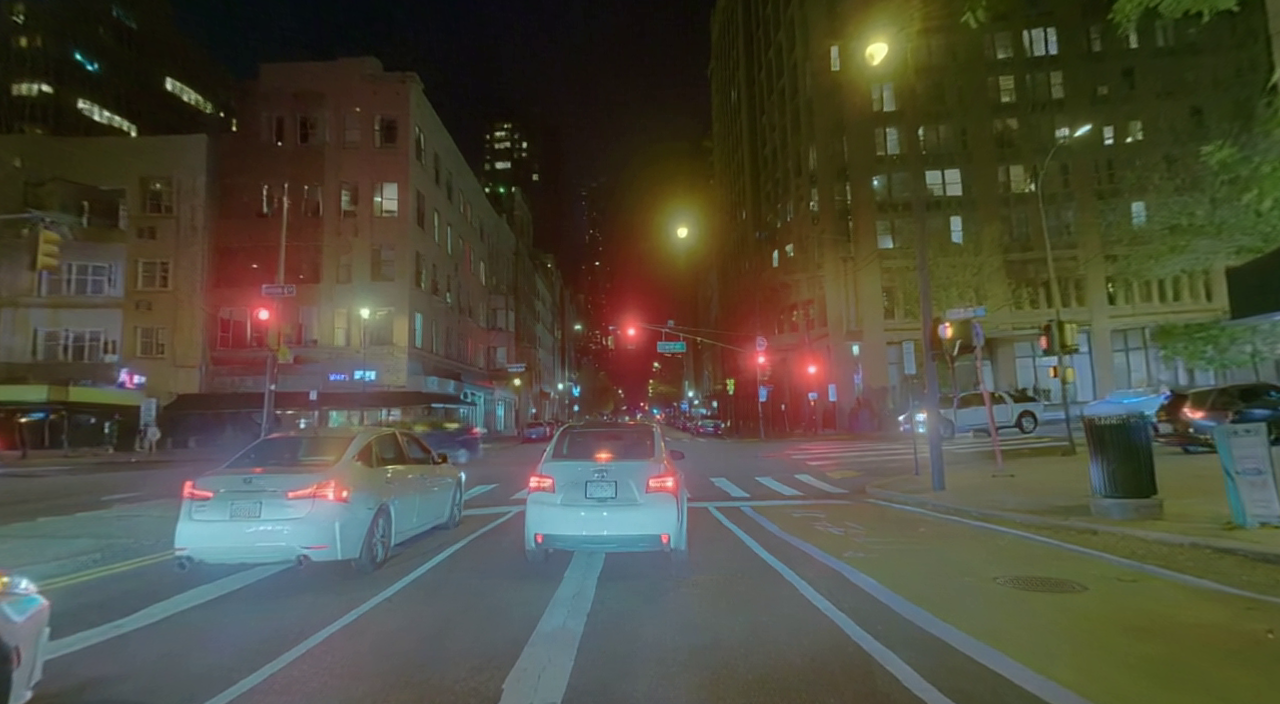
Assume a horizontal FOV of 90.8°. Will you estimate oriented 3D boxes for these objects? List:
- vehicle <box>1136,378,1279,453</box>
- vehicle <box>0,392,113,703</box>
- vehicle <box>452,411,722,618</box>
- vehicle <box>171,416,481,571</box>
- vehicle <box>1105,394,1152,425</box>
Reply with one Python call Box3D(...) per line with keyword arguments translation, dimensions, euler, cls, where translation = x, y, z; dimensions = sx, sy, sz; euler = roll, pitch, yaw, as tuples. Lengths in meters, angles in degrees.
Box3D(translation=(21.638, 2.356, 22.867), dimensions=(5.863, 2.493, 2.354), euler=(2, -9, -12), cls="vehicle")
Box3D(translation=(-3.910, 0.704, 1.180), dimensions=(1.995, 1.524, 4.438), euler=(0, -8, 0), cls="vehicle")
Box3D(translation=(-0.411, 1.498, 6.722), dimensions=(1.999, 1.520, 3.896), euler=(0, -8, -1), cls="vehicle")
Box3D(translation=(-3.685, 1.732, 8.508), dimensions=(1.934, 1.522, 4.287), euler=(0, -8, 0), cls="vehicle")
Box3D(translation=(30.140, 3.595, 38.934), dimensions=(1.958, 1.667, 4.392), euler=(-7, -11, 39), cls="vehicle")
